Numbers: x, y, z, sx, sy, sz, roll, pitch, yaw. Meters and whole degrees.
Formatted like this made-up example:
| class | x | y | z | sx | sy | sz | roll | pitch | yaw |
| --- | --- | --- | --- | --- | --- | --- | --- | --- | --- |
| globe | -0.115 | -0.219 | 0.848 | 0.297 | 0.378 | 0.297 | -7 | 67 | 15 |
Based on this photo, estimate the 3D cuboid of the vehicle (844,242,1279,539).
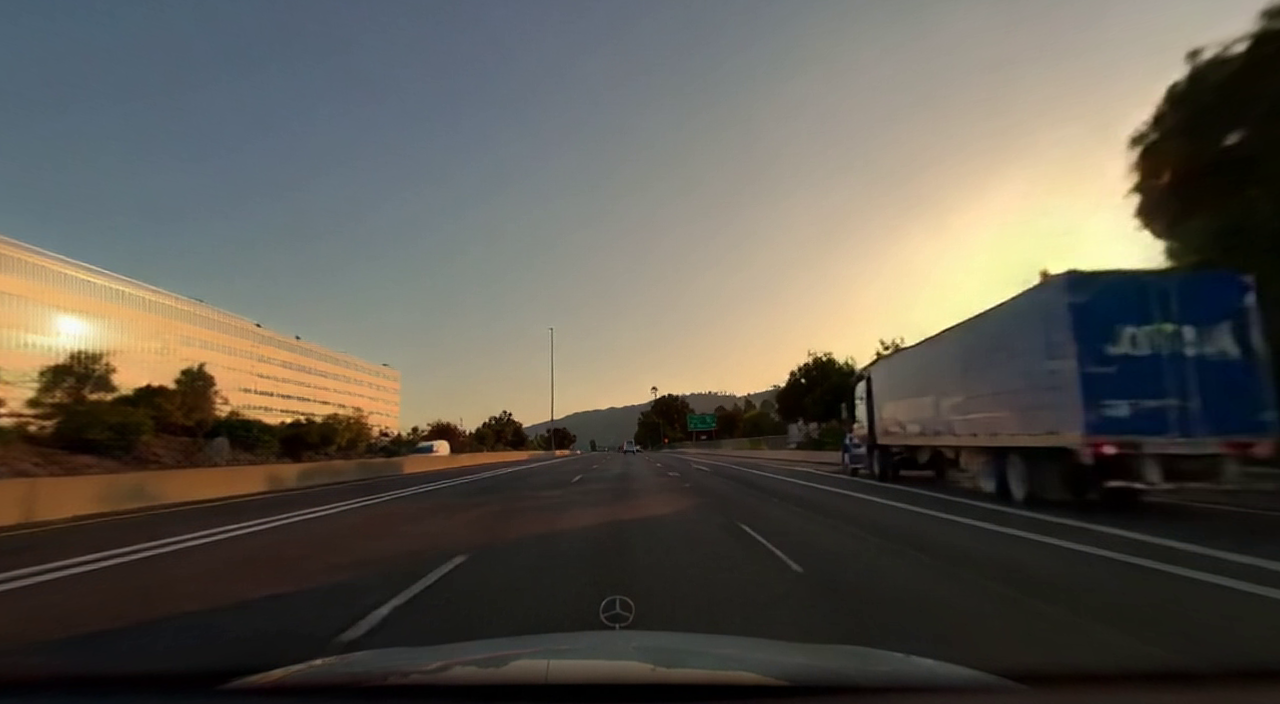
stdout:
| class | x | y | z | sx | sy | sz | roll | pitch | yaw |
| --- | --- | --- | --- | --- | --- | --- | --- | --- | --- |
| vehicle | 9.138 | 1.665 | 16.887 | 3.469 | 3.986 | 17.065 | -1 | -8 | 6 |
